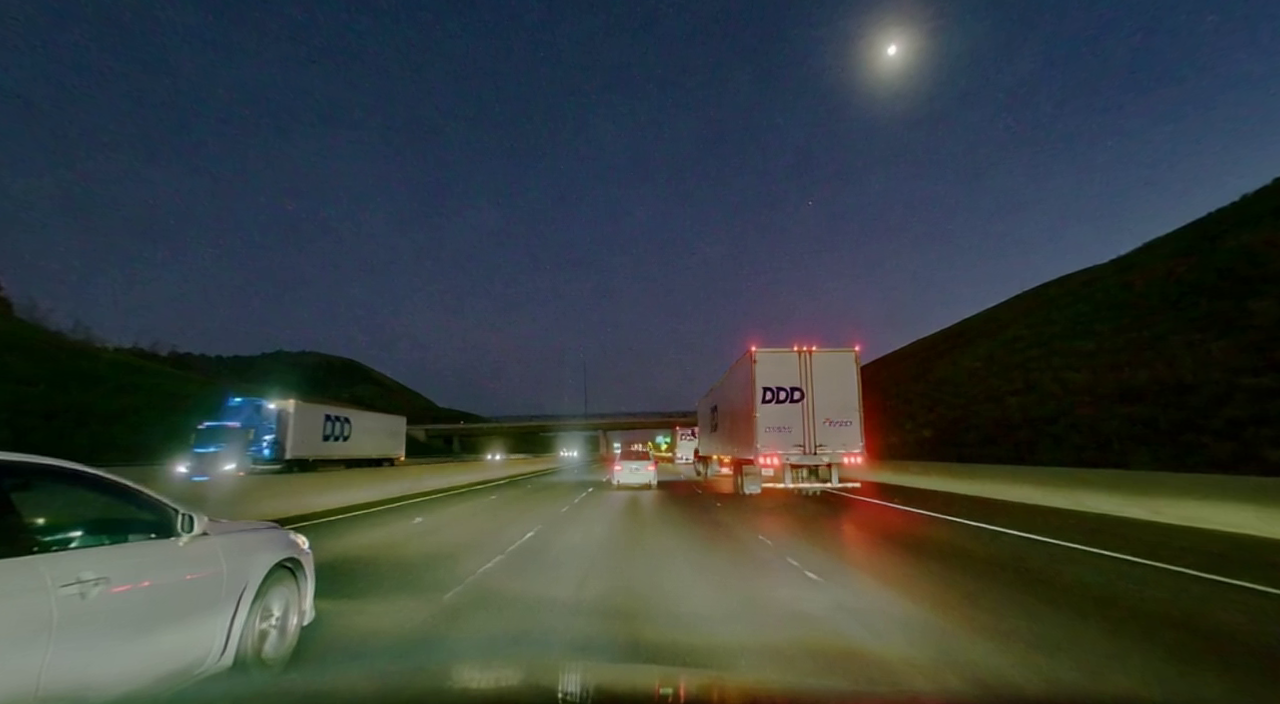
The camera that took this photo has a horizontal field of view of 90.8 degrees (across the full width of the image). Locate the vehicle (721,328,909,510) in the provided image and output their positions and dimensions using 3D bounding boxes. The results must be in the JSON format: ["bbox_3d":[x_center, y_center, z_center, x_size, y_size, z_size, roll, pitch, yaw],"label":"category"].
[{"bbox_3d":[4.311,2.066,17.904,2.802,3.956,8.291,0,-9,-1],"label":"vehicle"}]

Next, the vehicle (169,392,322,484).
[{"bbox_3d":[-19.036,4.297,31.114,3.018,4.002,6.597,0,-9,1],"label":"vehicle"}]

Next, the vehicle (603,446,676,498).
[{"bbox_3d":[-0.038,3.655,19.574,2.029,1.437,3.794,0,-9,0],"label":"vehicle"}]
